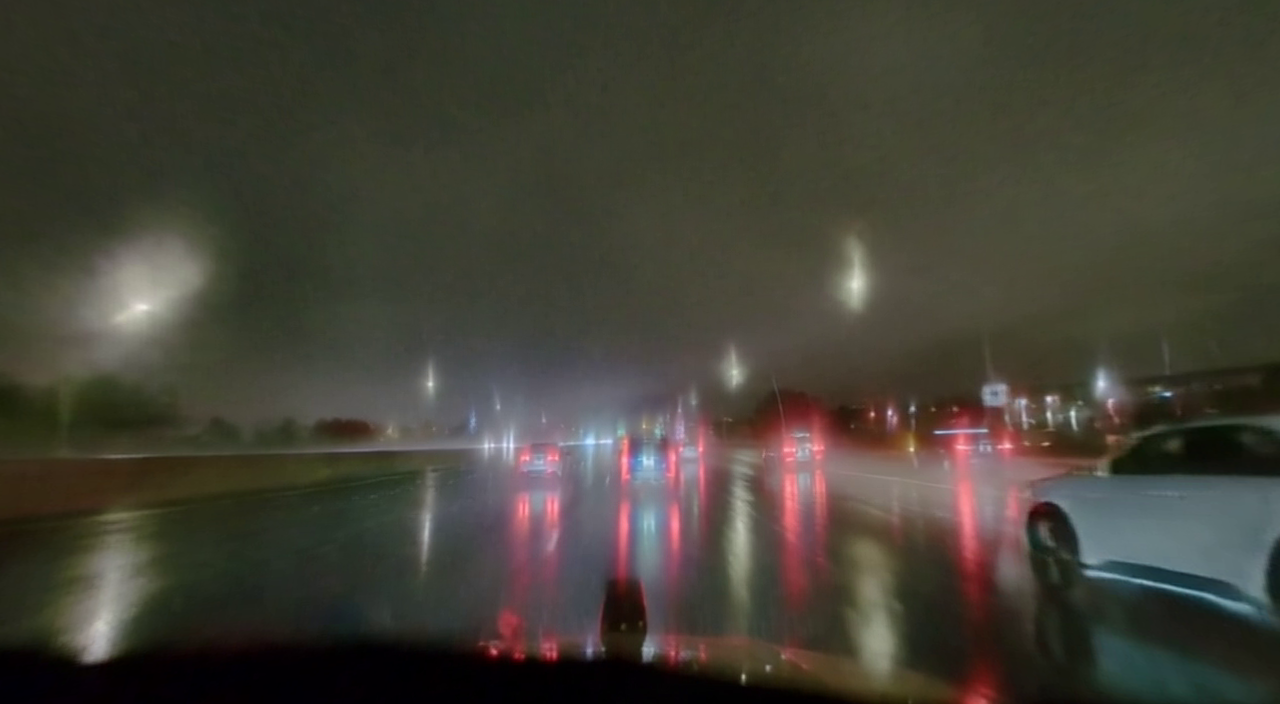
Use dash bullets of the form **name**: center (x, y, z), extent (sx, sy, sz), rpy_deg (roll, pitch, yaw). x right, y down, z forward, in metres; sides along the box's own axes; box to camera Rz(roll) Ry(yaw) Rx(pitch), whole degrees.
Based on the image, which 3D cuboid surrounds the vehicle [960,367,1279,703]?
- **vehicle**: center (4.075, 0.991, 3.599), extent (2.210, 1.625, 4.249), rpy_deg (0, -9, 0)

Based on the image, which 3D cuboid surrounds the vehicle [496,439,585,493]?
- **vehicle**: center (-3.019, 3.577, 20.153), extent (2.011, 1.510, 4.698), rpy_deg (0, -9, 1)

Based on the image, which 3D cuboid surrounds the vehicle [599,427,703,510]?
- **vehicle**: center (0.206, 2.659, 14.739), extent (2.099, 1.640, 4.134), rpy_deg (0, -9, 0)
